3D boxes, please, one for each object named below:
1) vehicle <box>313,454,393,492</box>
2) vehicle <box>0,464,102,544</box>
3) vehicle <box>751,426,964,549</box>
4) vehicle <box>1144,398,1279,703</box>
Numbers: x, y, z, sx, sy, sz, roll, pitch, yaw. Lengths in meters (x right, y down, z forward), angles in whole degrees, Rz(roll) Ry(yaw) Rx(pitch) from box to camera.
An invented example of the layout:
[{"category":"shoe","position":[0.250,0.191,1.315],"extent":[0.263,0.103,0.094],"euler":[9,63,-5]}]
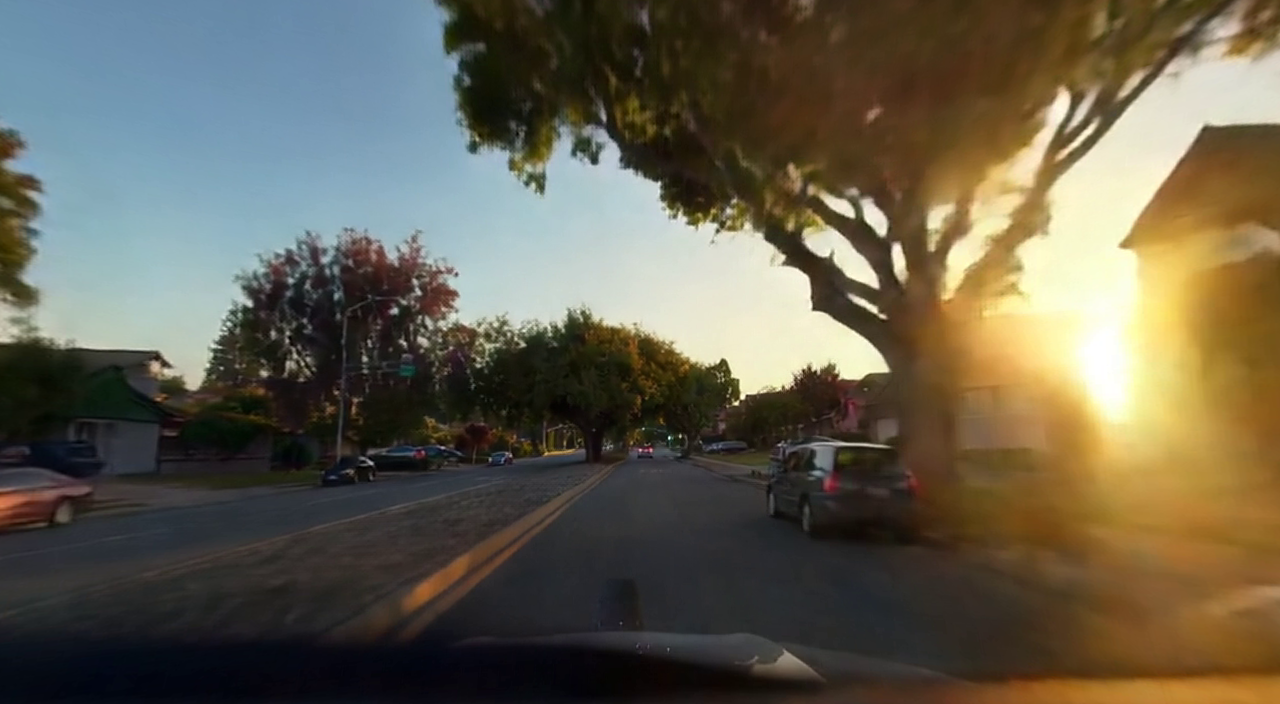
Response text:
[{"category":"vehicle","position":[-13.934,5.856,30.983],"extent":[1.876,1.495,4.647],"euler":[-4,-9,-2]},{"category":"vehicle","position":[-13.809,3.082,12.669],"extent":[2.021,1.513,4.568],"euler":[0,-9,-1]},{"category":"vehicle","position":[3.428,2.227,11.100],"extent":[2.078,1.679,4.562],"euler":[0,-9,0]},{"category":"vehicle","position":[3.447,0.639,0.278],"extent":[2.034,1.551,5.272],"euler":[0,-9,-1]}]
